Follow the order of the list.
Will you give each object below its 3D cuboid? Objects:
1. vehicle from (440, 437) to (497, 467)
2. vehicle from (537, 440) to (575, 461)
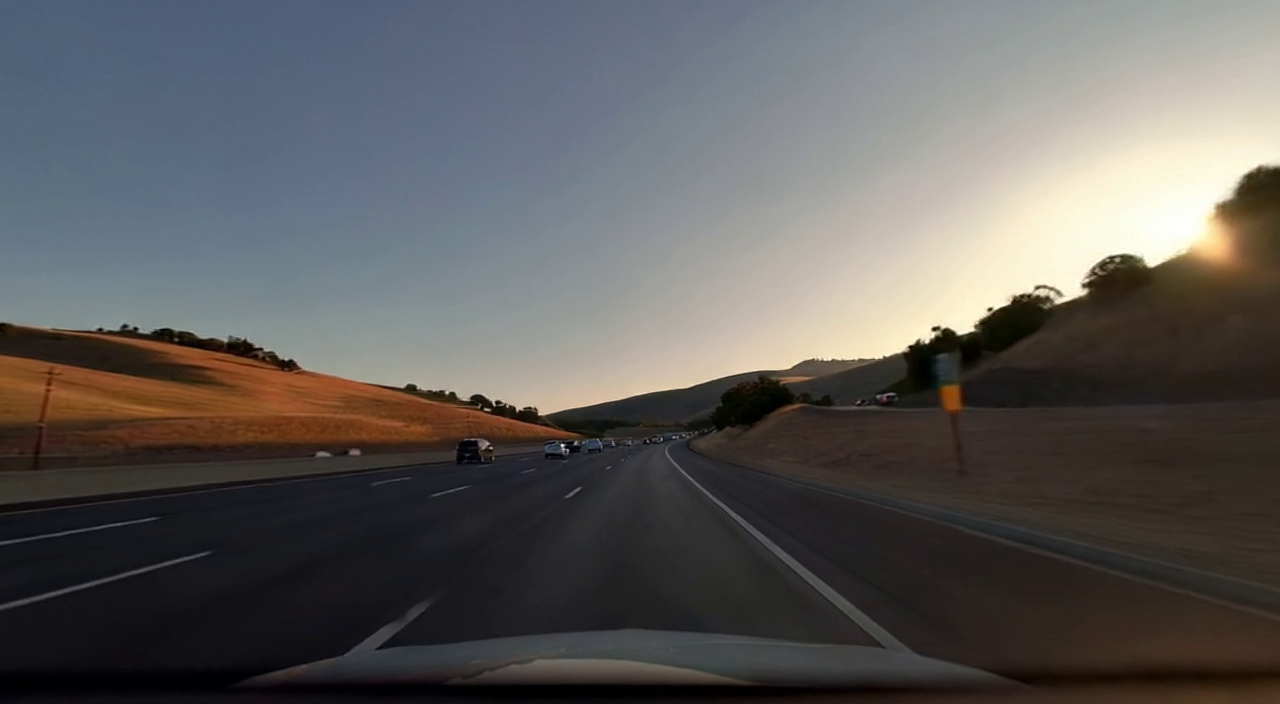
[{"bbox_3d":[-10.401,6.074,38.547,2.122,1.695,4.437,0,-9,2],"label":"vehicle"},{"bbox_3d":[-6.333,7.464,47.945,2.107,1.484,4.449,0,-9,2],"label":"vehicle"}]
